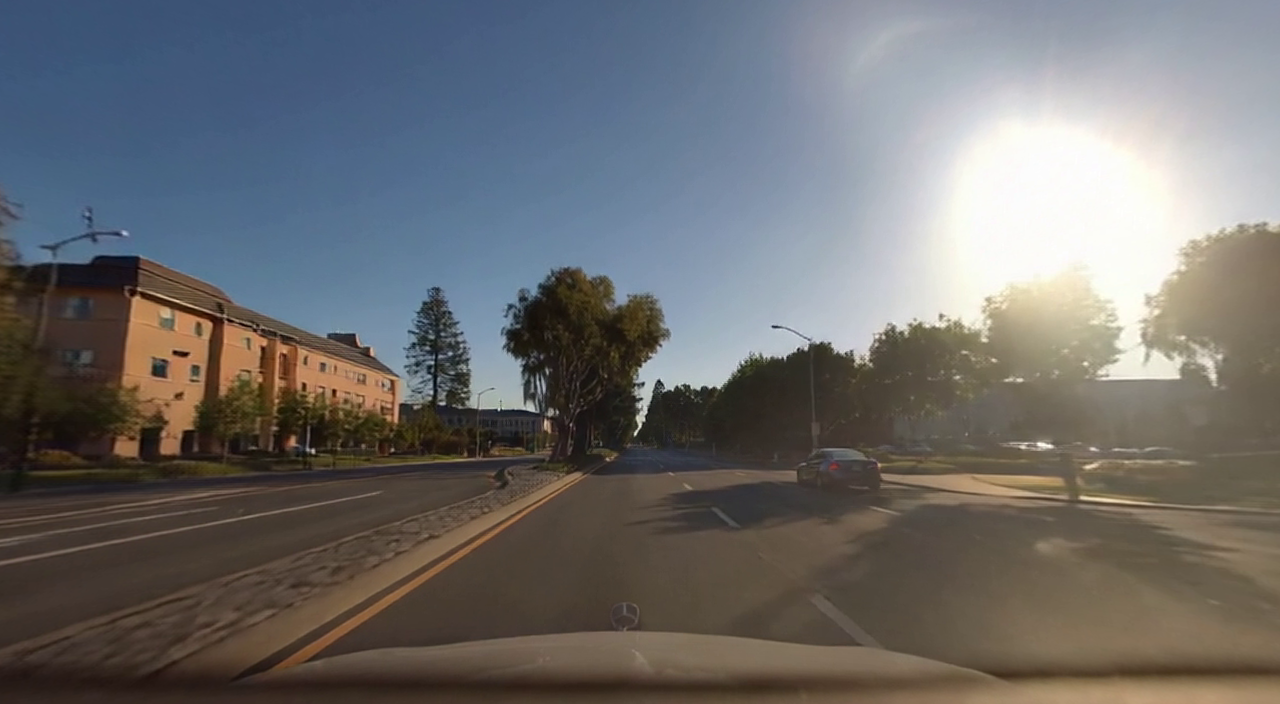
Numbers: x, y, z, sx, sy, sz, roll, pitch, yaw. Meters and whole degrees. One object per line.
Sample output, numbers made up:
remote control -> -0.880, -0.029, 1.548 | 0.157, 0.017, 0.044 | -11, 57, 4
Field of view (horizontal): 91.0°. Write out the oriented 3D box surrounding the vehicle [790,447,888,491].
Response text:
vehicle -> 7.102, 4.192, 23.024 | 2.054, 1.421, 4.487 | 0, -8, -1
